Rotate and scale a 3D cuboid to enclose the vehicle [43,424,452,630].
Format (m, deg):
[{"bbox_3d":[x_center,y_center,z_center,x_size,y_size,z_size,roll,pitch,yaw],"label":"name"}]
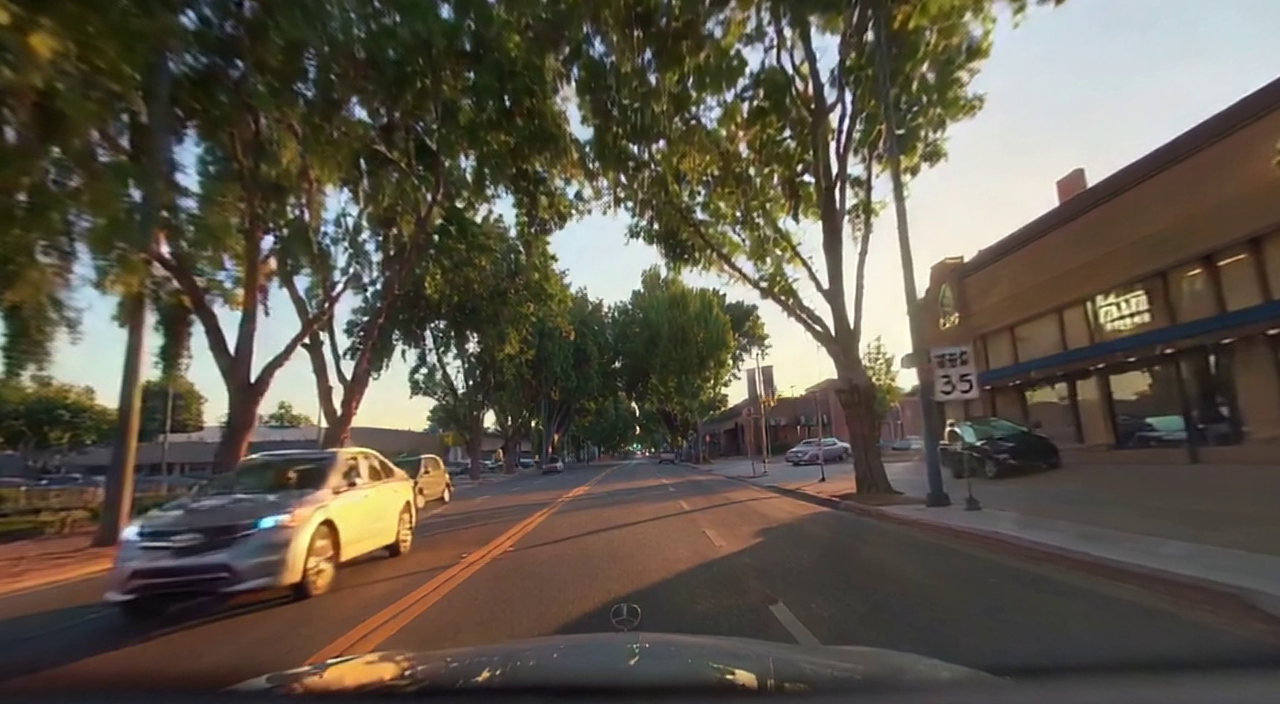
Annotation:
[{"bbox_3d":[-4.115,1.884,7.892,2.103,1.750,4.660,-1,-9,0],"label":"vehicle"}]

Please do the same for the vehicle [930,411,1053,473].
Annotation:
[{"bbox_3d":[11.368,2.901,20.265,2.124,1.711,5.059,-9,-12,43],"label":"vehicle"}]

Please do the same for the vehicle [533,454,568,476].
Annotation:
[{"bbox_3d":[-6.681,8.488,47.632,1.962,1.478,4.639,-1,-9,1],"label":"vehicle"}]

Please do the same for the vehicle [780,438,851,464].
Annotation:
[{"bbox_3d":[10.980,6.125,39.347,4.587,1.504,1.928,7,-11,-39],"label":"vehicle"}]
